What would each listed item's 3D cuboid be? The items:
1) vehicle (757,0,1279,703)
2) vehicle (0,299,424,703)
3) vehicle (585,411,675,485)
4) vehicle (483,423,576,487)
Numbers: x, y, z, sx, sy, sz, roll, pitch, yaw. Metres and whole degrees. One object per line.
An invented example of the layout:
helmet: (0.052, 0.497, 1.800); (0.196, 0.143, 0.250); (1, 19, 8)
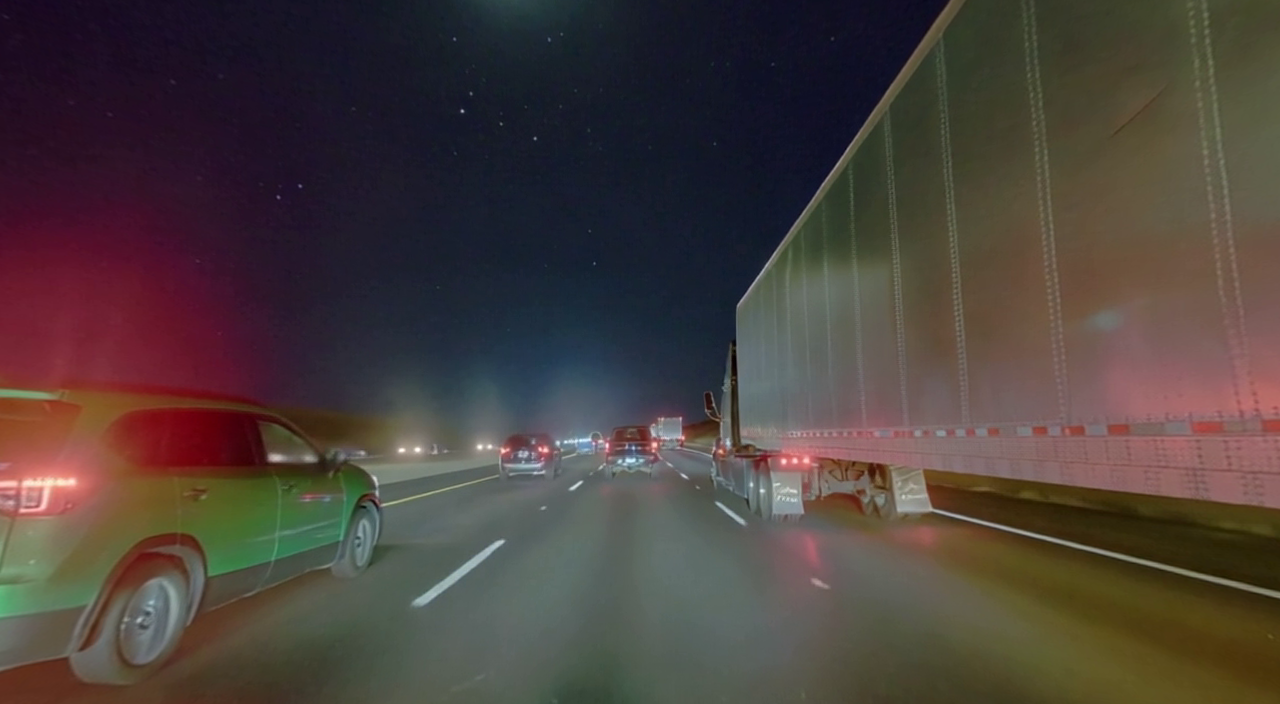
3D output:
vehicle: (3.612, -0.231, 3.522); (2.852, 4.121, 16.210); (0, -8, 0)
vehicle: (-3.438, 1.000, 4.206); (2.193, 1.803, 4.958); (0, -8, 0)
vehicle: (-0.318, 3.309, 21.924); (2.704, 2.216, 5.804); (0, -8, 0)
vehicle: (-3.440, 3.331, 20.625); (2.120, 1.812, 4.659); (0, -8, 1)
